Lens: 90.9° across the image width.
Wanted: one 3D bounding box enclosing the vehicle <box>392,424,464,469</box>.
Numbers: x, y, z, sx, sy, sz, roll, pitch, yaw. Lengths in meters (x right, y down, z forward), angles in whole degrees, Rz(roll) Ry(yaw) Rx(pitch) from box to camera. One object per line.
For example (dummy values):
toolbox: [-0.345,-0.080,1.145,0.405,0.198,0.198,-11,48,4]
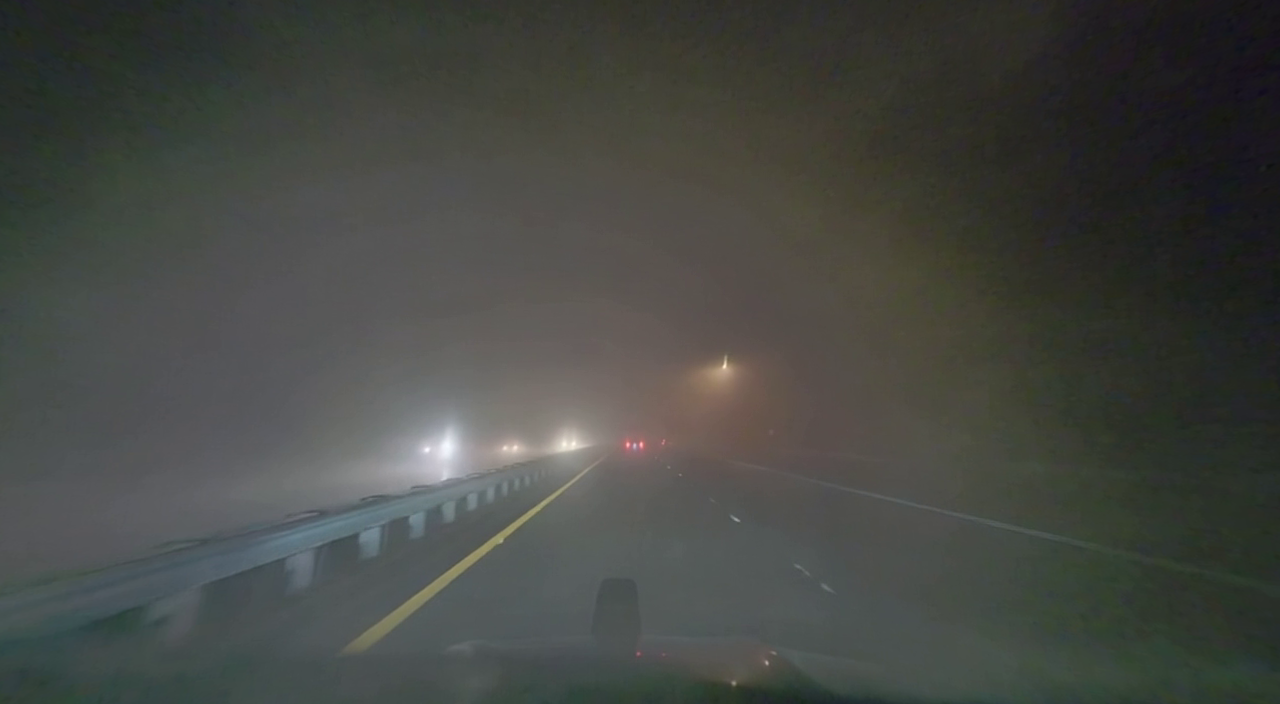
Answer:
vehicle: [-13.173,5.905,39.714,2.304,2.610,6.728,0,-8,-1]
